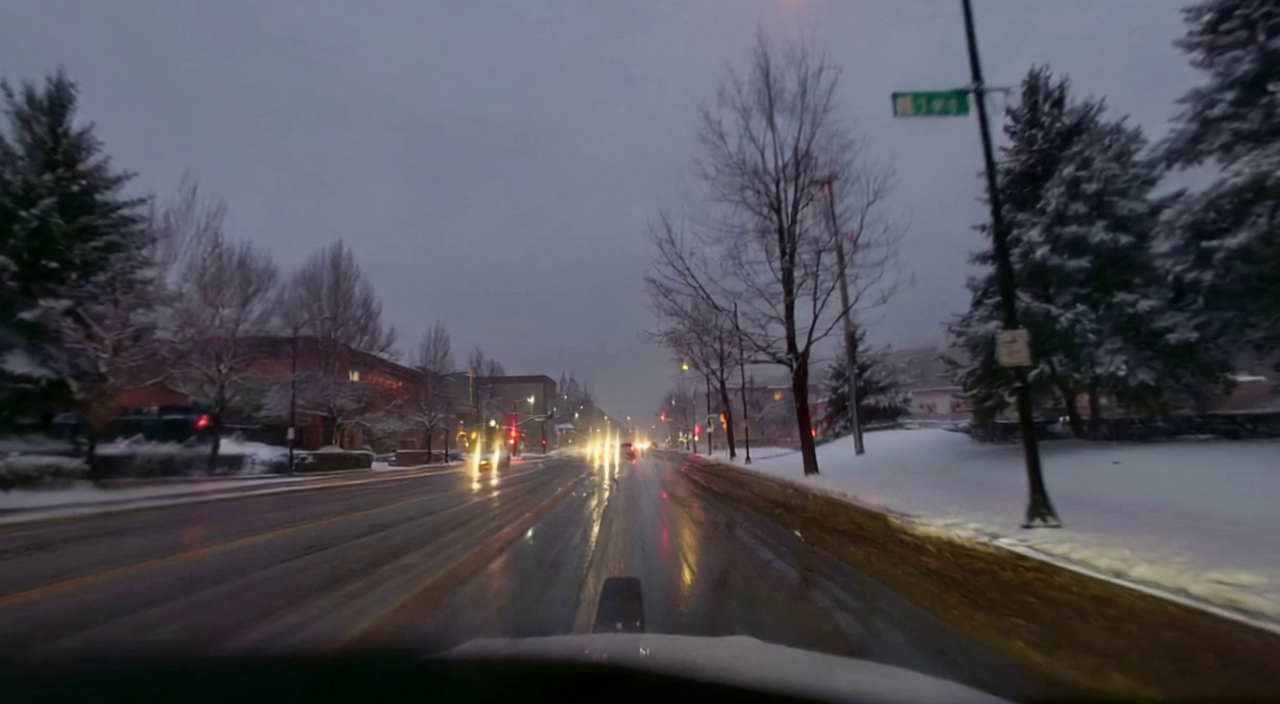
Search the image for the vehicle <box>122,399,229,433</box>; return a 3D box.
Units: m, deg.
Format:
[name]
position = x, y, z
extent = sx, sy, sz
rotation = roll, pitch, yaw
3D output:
[vehicle]
position = -25.594, 3.564, 34.903
extent = 4.397, 1.760, 1.971
rotation = -1, -8, 5
